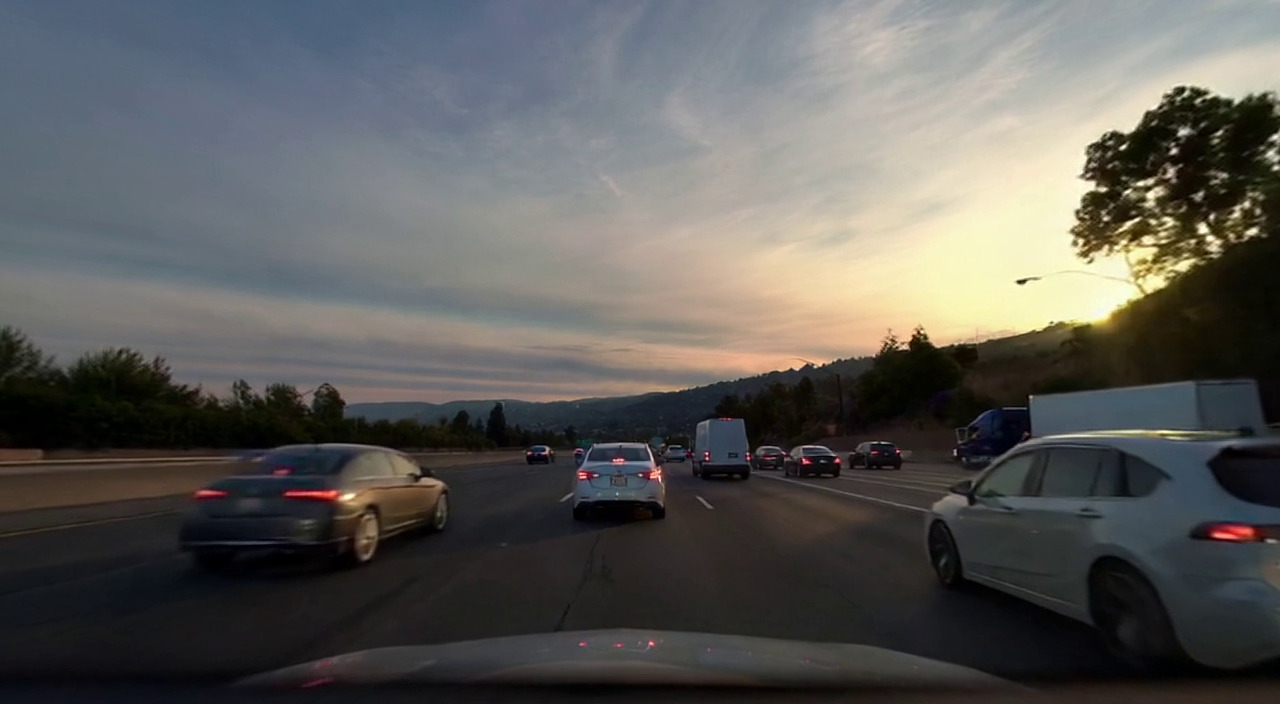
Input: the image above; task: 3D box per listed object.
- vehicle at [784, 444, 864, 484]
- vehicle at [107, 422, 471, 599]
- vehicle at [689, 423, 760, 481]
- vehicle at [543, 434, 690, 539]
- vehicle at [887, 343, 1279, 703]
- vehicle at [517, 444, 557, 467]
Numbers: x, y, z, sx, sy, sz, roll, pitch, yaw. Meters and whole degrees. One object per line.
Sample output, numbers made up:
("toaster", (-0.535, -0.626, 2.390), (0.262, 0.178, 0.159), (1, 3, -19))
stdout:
("vehicle", (7.419, 4.543, 25.868), (1.942, 1.482, 4.250), (0, -9, 0))
("vehicle", (-3.718, 1.740, 7.821), (1.926, 1.542, 4.329), (0, -9, 1))
("vehicle", (3.637, 4.479, 28.236), (2.440, 2.313, 5.266), (0, -9, 0))
("vehicle", (-0.314, 2.270, 11.234), (2.132, 1.499, 4.038), (0, -9, 1))
("vehicle", (3.589, 1.099, 4.384), (2.053, 1.666, 4.106), (0, -9, 0))
("vehicle", (-7.353, 7.439, 45.331), (2.010, 1.557, 4.449), (0, -9, 1))
